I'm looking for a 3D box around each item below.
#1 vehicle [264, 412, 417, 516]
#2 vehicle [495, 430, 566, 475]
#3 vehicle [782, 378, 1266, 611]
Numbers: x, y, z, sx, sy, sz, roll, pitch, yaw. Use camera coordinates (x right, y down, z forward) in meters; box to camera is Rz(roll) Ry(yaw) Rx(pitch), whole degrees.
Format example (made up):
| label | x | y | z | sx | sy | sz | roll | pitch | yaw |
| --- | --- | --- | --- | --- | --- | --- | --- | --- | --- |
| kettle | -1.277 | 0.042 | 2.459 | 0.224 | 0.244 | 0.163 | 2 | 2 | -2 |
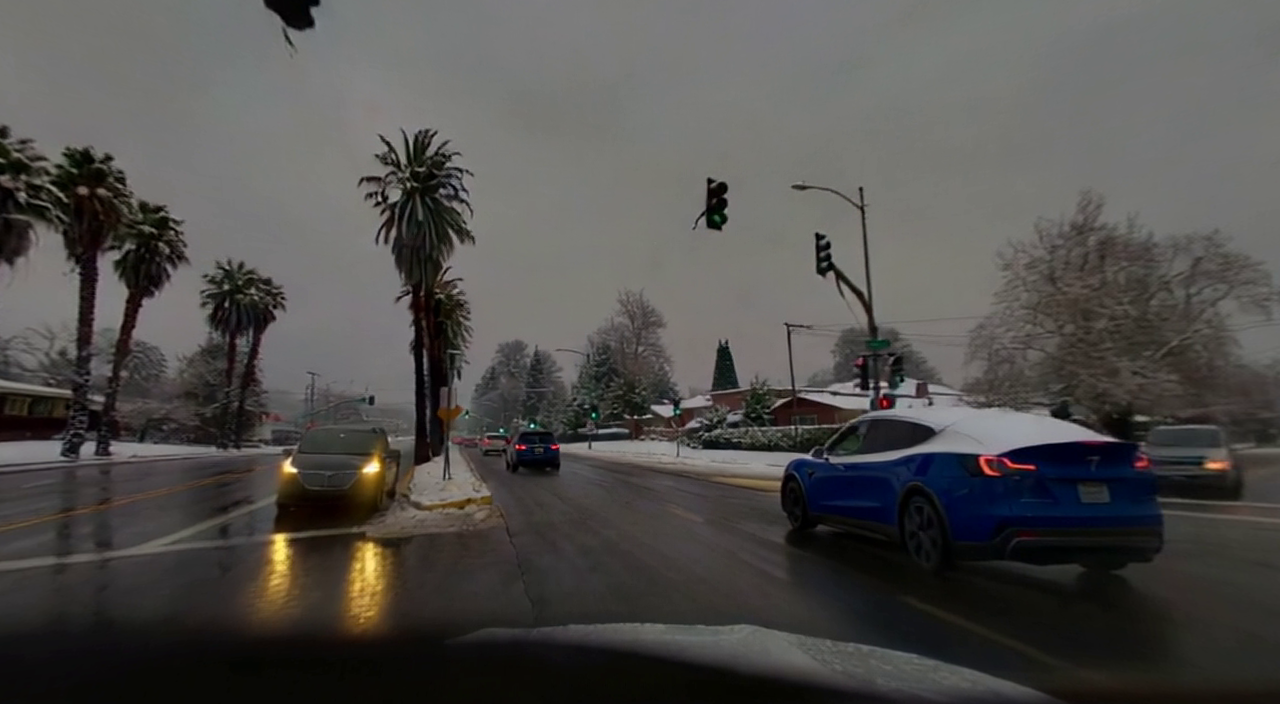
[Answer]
| label | x | y | z | sx | sy | sz | roll | pitch | yaw |
| --- | --- | --- | --- | --- | --- | --- | --- | --- | --- |
| vehicle | -6.536 | 2.480 | 14.549 | 2.283 | 1.878 | 5.384 | 2 | -9 | -16 |
| vehicle | -4.682 | 4.171 | 26.465 | 2.341 | 1.709 | 4.466 | 2 | -9 | -17 |
| vehicle | 3.673 | 1.493 | 7.640 | 2.205 | 1.803 | 5.135 | 1 | -8 | -6 |
